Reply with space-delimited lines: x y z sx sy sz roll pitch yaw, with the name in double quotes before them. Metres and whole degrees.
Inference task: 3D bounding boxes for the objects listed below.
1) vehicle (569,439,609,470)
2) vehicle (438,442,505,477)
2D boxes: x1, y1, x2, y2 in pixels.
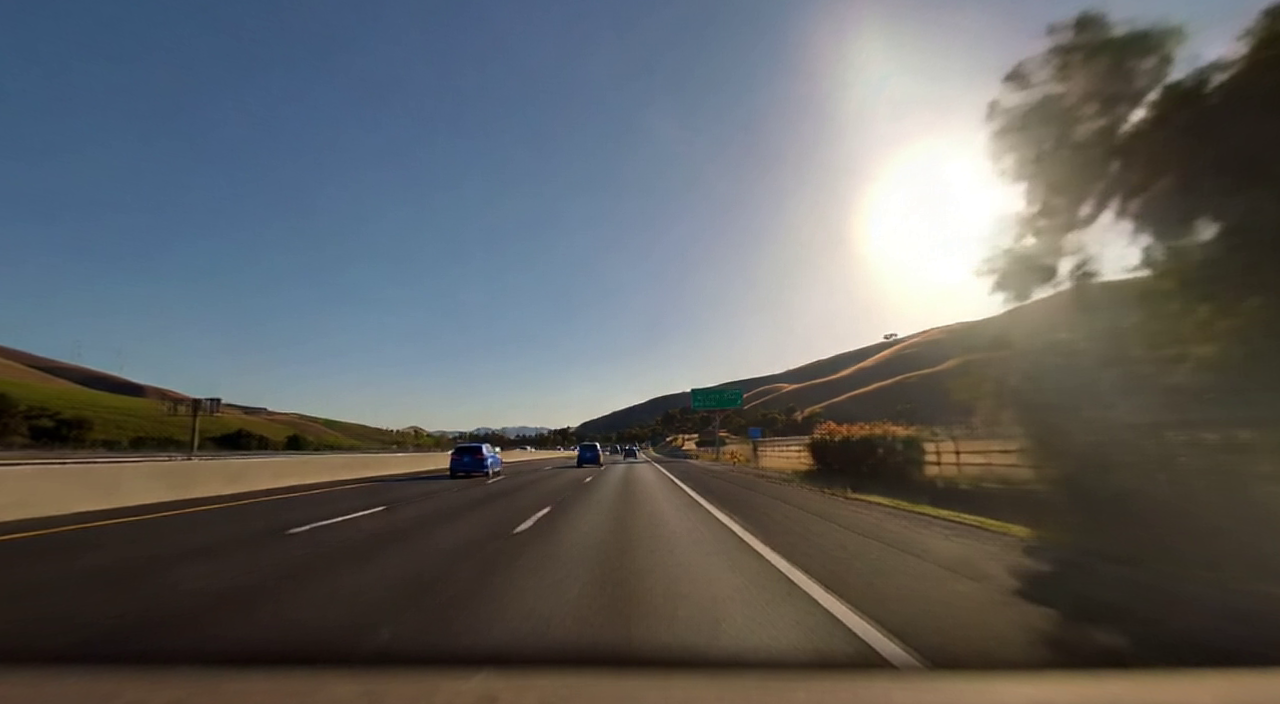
"vehicle" -3.120 6.349 39.237 2.029 1.753 4.718 0 -9 1
"vehicle" -7.807 5.032 29.793 1.930 1.508 4.567 0 -9 0
